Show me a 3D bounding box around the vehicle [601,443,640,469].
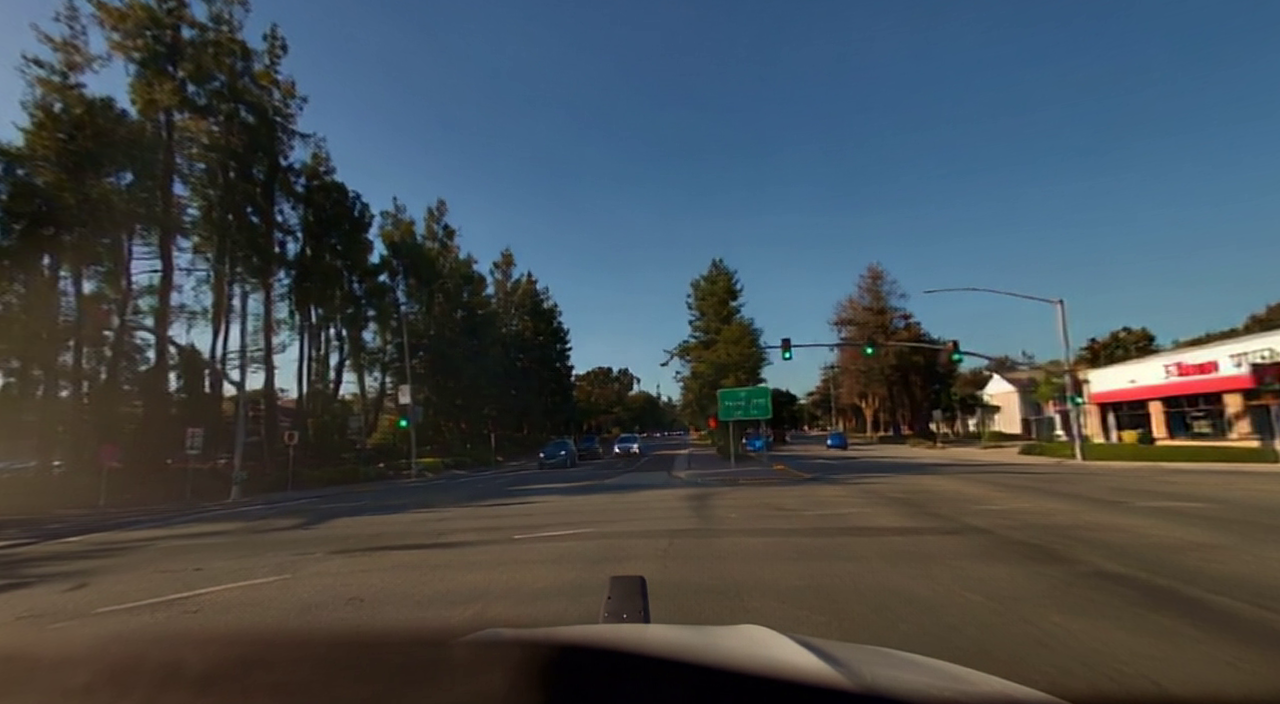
[{"bbox_3d":[-1.211,6.661,40.556,1.920,1.546,4.086,-1,-9,7],"label":"vehicle"}]

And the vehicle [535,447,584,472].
[{"bbox_3d":[-5.037,6.800,40.003,2.111,1.499,4.371,-1,-9,6],"label":"vehicle"}]
